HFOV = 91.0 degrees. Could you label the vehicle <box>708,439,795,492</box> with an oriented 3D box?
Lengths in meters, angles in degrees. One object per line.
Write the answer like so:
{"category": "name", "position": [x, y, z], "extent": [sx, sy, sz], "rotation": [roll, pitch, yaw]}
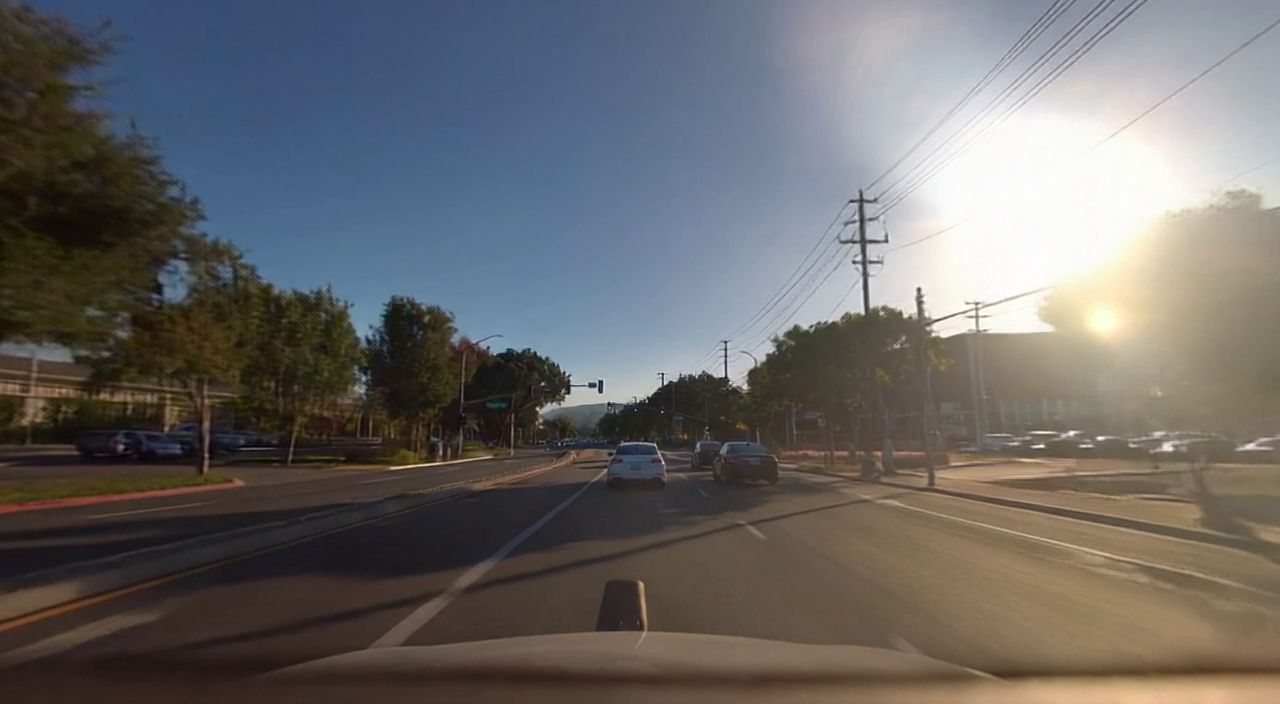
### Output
{"category": "vehicle", "position": [3.379, 3.517, 19.886], "extent": [1.985, 1.489, 4.036], "rotation": [0, -8, -1]}

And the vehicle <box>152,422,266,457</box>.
{"category": "vehicle", "position": [-28.978, 5.966, 42.757], "extent": [2.878, 2.172, 7.057], "rotation": [0, -8, -1]}

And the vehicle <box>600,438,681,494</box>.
{"category": "vehicle", "position": [-0.020, 3.321, 18.730], "extent": [2.144, 1.473, 4.028], "rotation": [0, -8, -1]}

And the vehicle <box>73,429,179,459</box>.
{"category": "vehicle", "position": [-28.335, 5.120, 34.950], "extent": [1.908, 1.553, 4.979], "rotation": [1, -8, -4]}
